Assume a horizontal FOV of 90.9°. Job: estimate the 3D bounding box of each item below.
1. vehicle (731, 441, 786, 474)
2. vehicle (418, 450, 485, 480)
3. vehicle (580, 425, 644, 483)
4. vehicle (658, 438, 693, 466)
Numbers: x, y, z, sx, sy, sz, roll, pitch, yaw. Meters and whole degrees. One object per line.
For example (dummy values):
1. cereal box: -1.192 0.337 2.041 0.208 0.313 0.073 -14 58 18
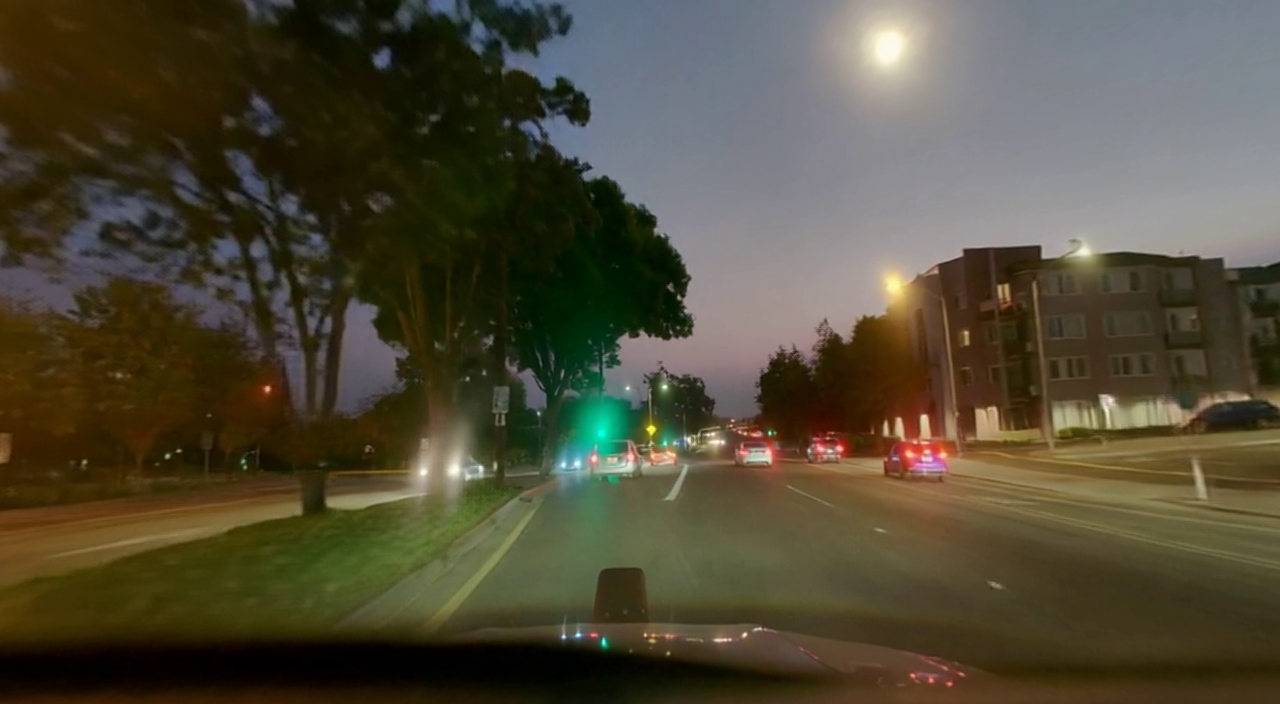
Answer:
1. vehicle: 5.865 5.297 31.783 2.075 1.486 4.316 -1 -9 2
2. vehicle: -10.064 6.076 34.069 1.965 1.486 4.494 -1 -9 4
3. vehicle: -1.064 4.212 26.127 2.396 2.143 4.824 0 -9 -1
4. vehicle: 2.496 6.934 43.728 2.222 1.841 4.031 -1 -9 5
